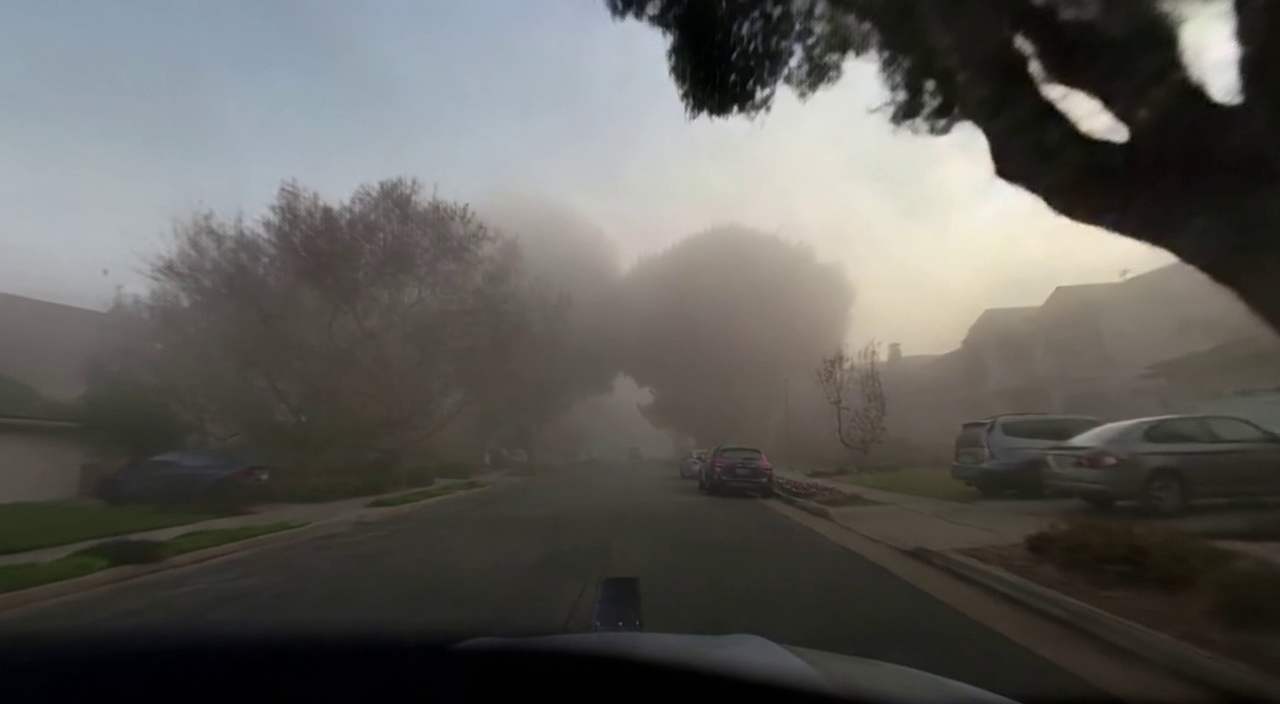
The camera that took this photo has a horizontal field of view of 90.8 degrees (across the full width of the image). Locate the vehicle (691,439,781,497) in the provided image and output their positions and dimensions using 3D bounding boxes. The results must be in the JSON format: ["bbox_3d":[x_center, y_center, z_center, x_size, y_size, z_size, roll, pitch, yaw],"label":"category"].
[{"bbox_3d":[2.639,3.309,18.449,2.022,1.483,4.565,0,-9,1],"label":"vehicle"}]

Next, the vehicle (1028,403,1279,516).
[{"bbox_3d":[8.989,1.661,9.988,4.331,1.570,2.009,-1,-8,0],"label":"vehicle"}]

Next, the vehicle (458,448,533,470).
[{"bbox_3d":[-10.447,7.750,45.926,4.933,1.547,2.125,0,-9,0],"label":"vehicle"}]

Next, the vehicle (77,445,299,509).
[{"bbox_3d":[-11.339,3.133,16.121,4.118,1.492,1.902,0,-9,-3],"label":"vehicle"}]
